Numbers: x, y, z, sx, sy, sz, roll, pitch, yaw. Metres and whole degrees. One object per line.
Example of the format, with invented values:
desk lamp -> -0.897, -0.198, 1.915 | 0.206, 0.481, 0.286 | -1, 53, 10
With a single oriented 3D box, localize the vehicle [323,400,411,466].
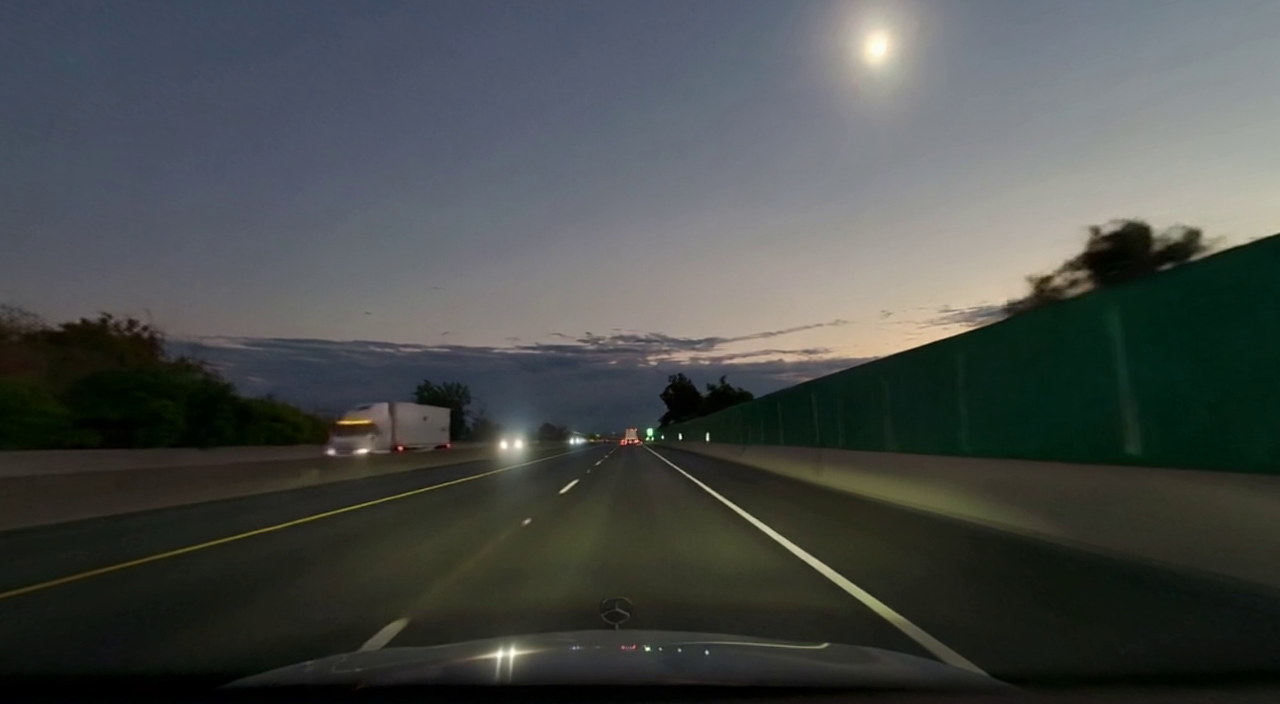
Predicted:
vehicle -> -17.513, 5.260, 40.927 | 3.002, 3.931, 5.809 | 0, -8, 0
